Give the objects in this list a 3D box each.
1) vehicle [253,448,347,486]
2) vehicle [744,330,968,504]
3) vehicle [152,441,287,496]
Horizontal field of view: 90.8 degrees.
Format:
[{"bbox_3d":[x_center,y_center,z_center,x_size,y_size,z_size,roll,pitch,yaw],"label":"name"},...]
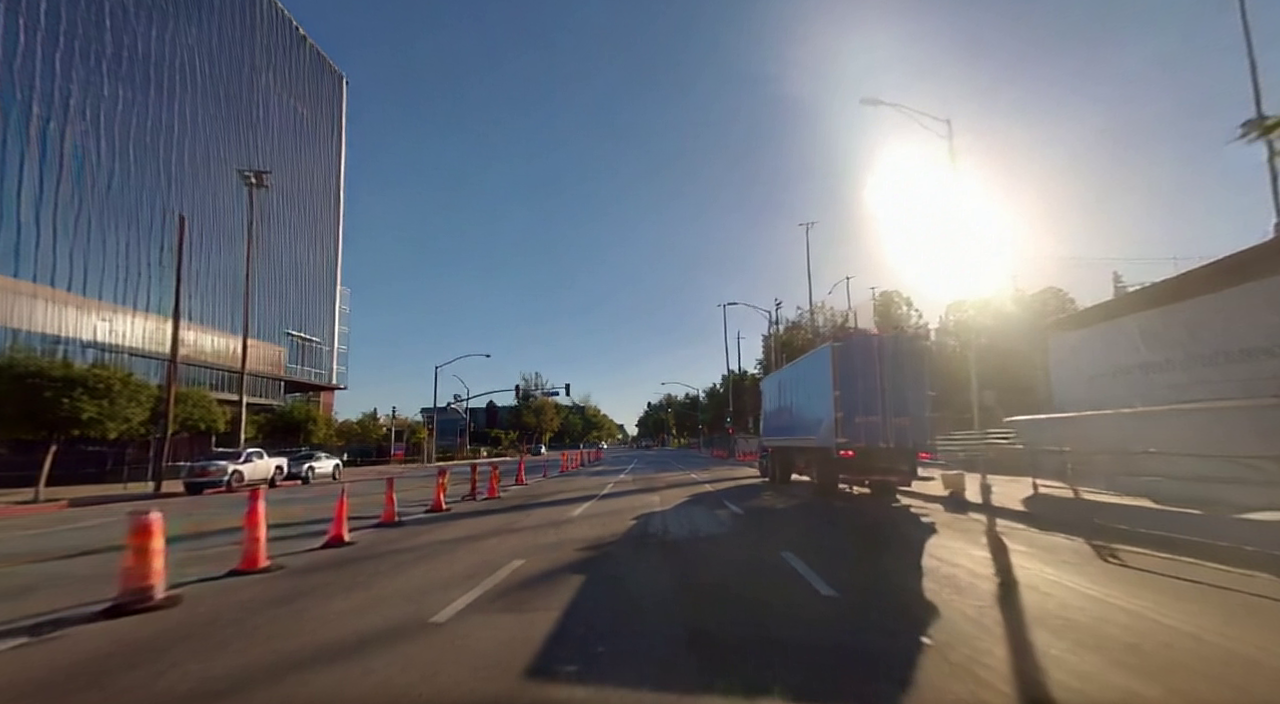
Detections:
[{"bbox_3d":[-16.561,5.586,31.106,1.925,1.665,4.893,0,-8,-1],"label":"vehicle"},{"bbox_3d":[5.644,2.147,19.129,3.176,3.913,9.805,0,-8,-1],"label":"vehicle"},{"bbox_3d":[-16.558,4.567,25.258,1.937,1.984,4.928,0,-8,0],"label":"vehicle"}]
